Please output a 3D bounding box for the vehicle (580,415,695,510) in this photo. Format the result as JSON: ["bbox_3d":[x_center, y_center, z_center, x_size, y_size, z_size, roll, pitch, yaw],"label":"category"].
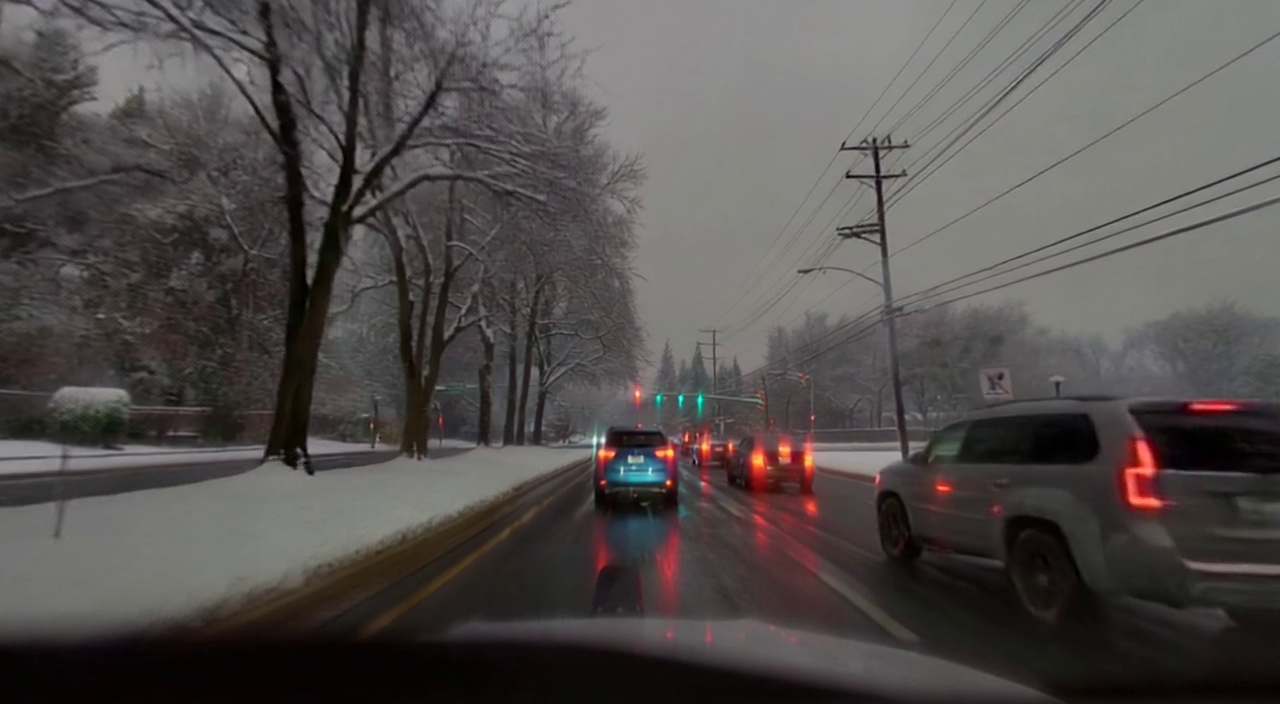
[{"bbox_3d":[-0.093,2.377,14.015,2.163,1.746,4.073,0,-8,-1],"label":"vehicle"}]

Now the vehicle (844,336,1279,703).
[{"bbox_3d":[3.826,1.176,5.590,2.254,1.840,4.918,0,-8,-2],"label":"vehicle"}]

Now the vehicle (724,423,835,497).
[{"bbox_3d":[3.428,2.732,16.260,1.923,1.653,3.703,0,-8,-1],"label":"vehicle"}]
